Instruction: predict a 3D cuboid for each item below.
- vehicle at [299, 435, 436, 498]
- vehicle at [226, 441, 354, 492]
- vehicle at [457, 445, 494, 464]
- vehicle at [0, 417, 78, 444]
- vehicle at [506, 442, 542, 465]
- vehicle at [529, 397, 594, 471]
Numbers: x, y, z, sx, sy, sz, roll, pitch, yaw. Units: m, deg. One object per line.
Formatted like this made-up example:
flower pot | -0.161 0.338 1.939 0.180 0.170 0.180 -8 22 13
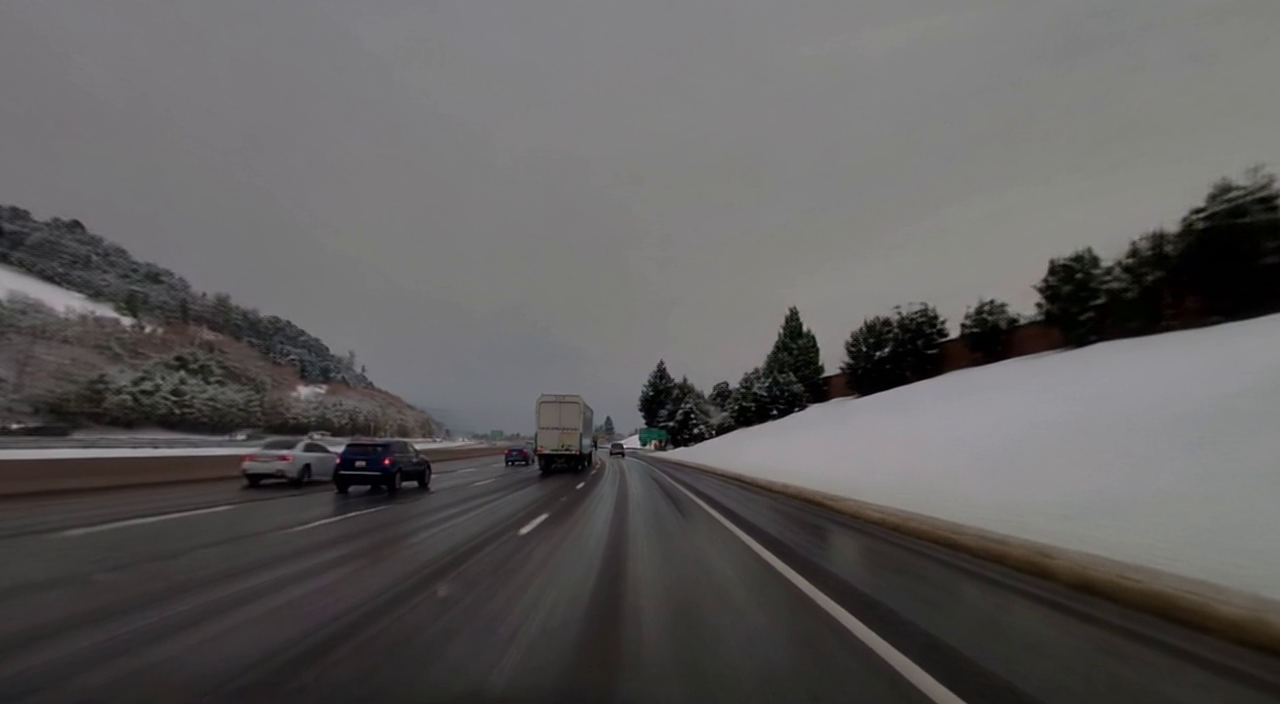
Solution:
vehicle | -8.075 3.428 19.249 2.099 1.644 4.638 1 -9 0
vehicle | -11.513 3.777 21.066 1.908 1.491 4.048 0 -9 0
vehicle | -12.950 8.093 49.794 1.868 1.454 4.290 1 -9 -2
vehicle | -43.485 5.679 45.215 1.993 1.844 4.660 1 -9 -3
vehicle | -9.108 8.016 49.745 2.128 1.658 4.443 1 -9 -2
vehicle | -4.792 5.527 41.500 2.880 4.025 14.064 1 -9 -2
